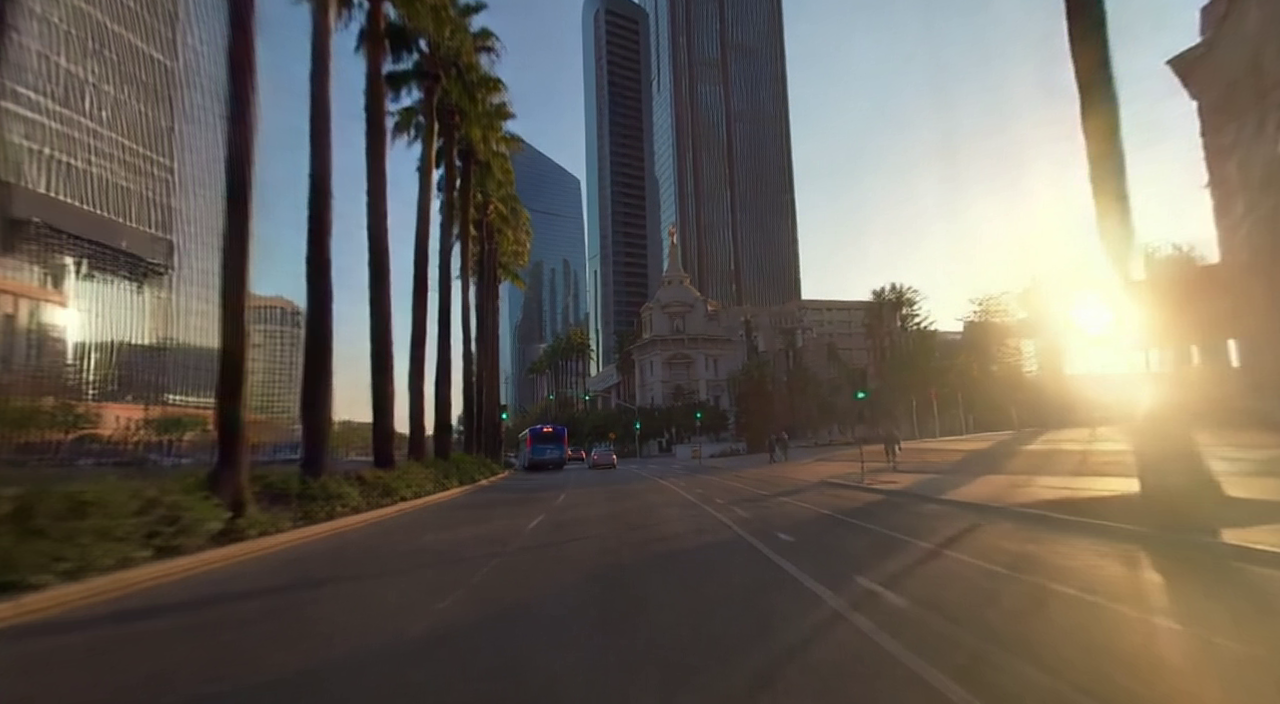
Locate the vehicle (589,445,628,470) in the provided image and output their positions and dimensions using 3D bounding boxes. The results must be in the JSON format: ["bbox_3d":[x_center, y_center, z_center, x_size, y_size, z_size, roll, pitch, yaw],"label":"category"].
[{"bbox_3d":[-1.996,6.496,39.041,2.107,1.481,4.097,1,-8,-7],"label":"vehicle"}]

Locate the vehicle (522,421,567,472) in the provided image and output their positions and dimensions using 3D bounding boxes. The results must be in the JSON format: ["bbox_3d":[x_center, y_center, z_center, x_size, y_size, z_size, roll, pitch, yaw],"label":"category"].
[{"bbox_3d":[-6.276,6.329,42.357,2.678,3.042,8.474,1,-8,-7],"label":"vehicle"}]
